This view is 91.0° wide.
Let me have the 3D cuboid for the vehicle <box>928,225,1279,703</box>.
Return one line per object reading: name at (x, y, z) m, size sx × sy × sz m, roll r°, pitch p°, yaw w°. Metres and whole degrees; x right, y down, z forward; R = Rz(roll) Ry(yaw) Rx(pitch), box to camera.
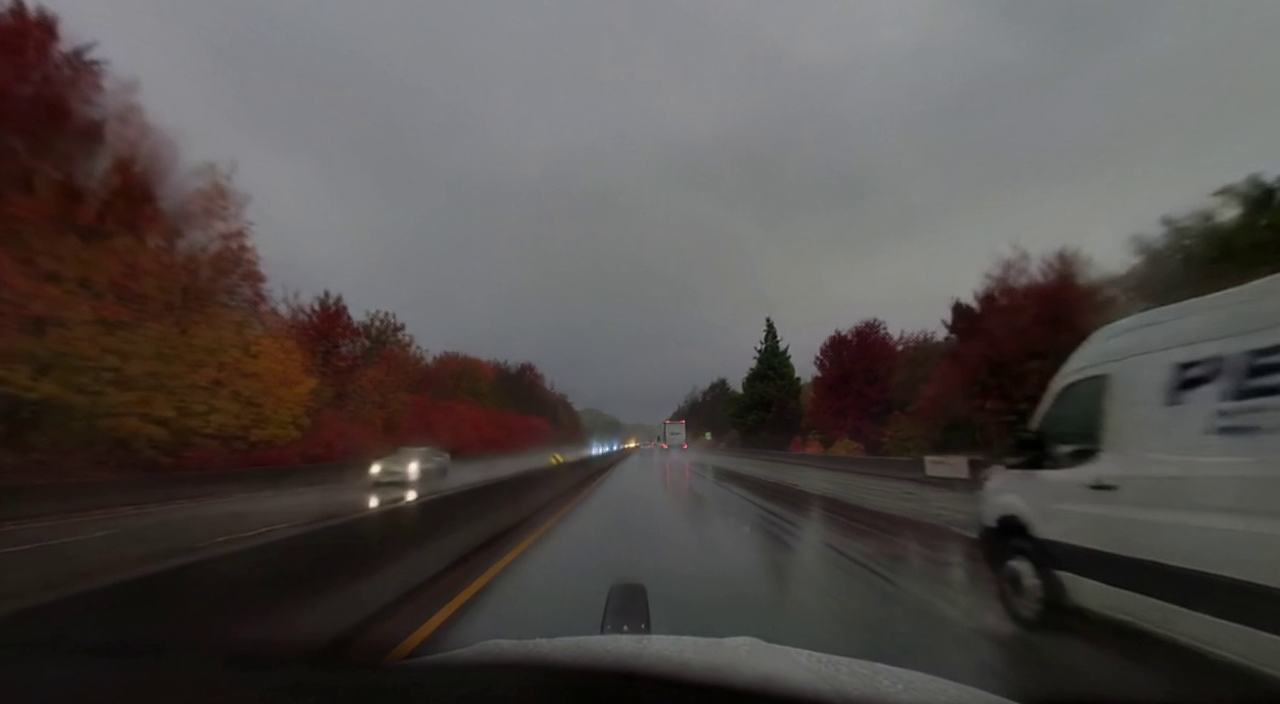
vehicle at (3.429, 0.631, 2.351) m, size 2.291 × 2.112 × 5.052 m, roll 0°, pitch -8°, yaw 0°
